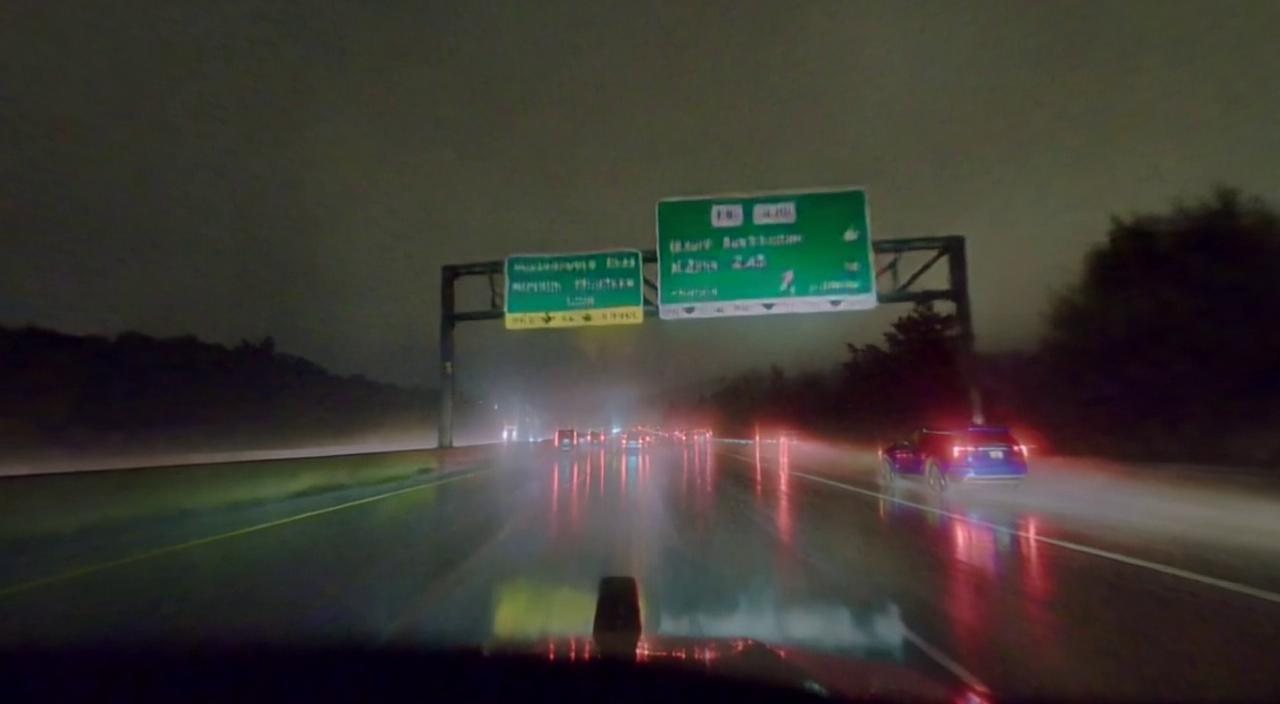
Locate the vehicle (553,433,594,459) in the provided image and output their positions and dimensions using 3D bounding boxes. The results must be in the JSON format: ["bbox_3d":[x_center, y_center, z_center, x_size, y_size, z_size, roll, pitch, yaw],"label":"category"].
[{"bbox_3d":[-3.919,5.573,37.575,2.032,1.465,4.316,0,-8,-1],"label":"vehicle"}]

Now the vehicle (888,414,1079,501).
[{"bbox_3d":[7.334,2.279,13.986,1.956,1.634,3.935,0,-8,-1],"label":"vehicle"}]
